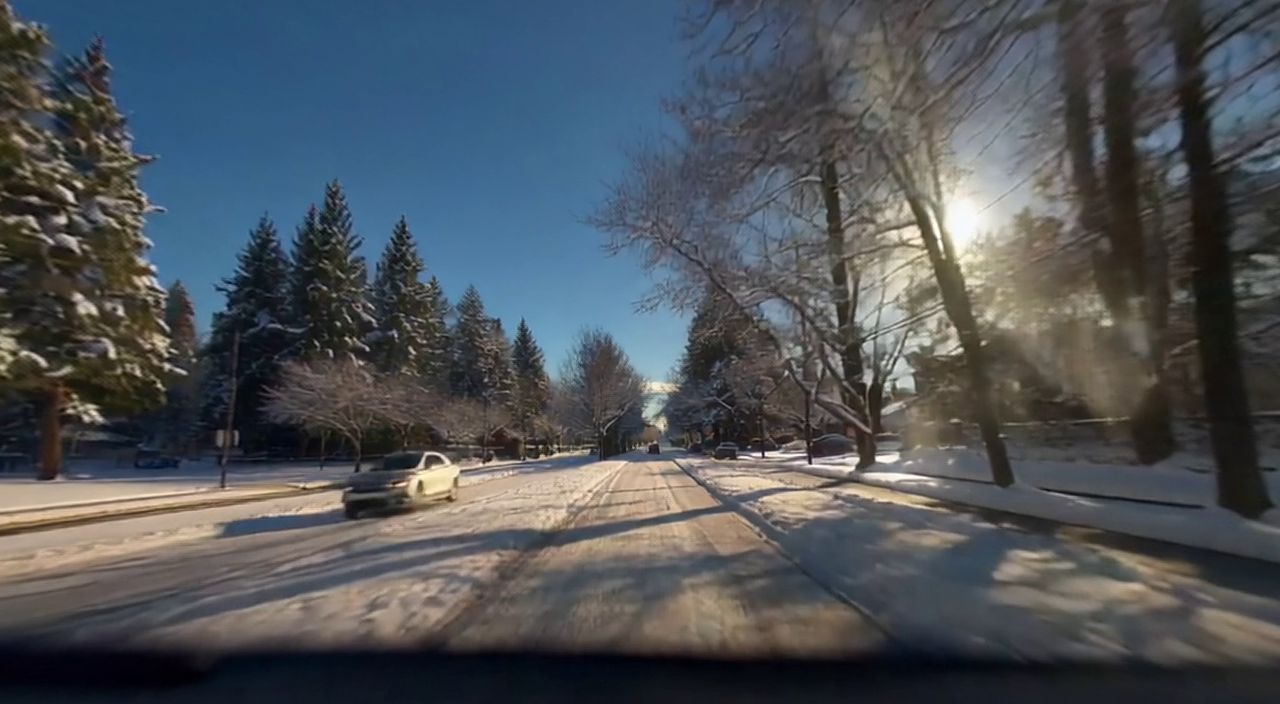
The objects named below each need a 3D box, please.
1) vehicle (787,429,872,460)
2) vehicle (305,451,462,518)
[{"bbox_3d":[14.875,7.300,49.828,5.886,2.000,2.372,-4,-8,5],"label":"vehicle"},{"bbox_3d":[-6.543,3.397,16.787,2.188,1.478,4.567,0,-8,1],"label":"vehicle"}]
